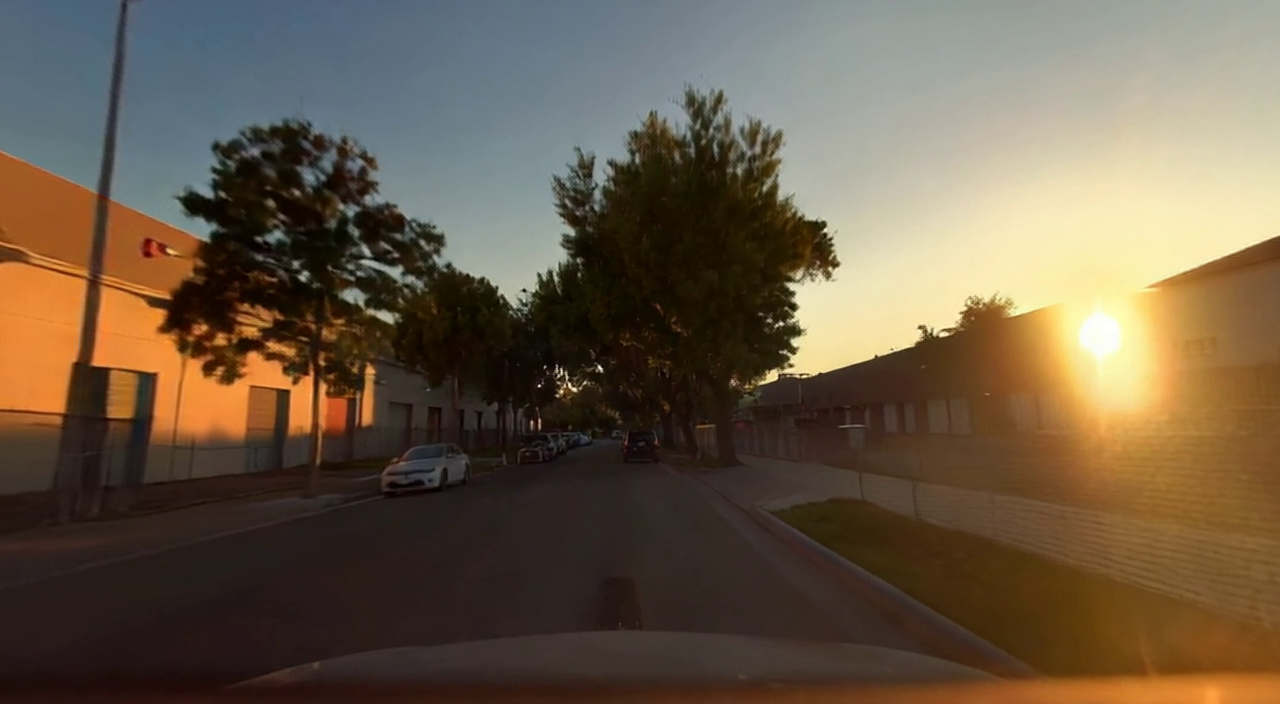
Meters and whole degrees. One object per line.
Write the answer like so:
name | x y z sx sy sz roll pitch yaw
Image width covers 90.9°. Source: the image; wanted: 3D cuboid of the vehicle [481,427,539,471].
vehicle | -6.686 5.073 32.976 2.005 1.989 4.929 -3 -9 0

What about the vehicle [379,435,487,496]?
vehicle | -6.066 3.383 18.987 1.938 1.500 4.130 -3 -9 -2

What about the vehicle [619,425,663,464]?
vehicle | 0.028 4.824 33.023 2.152 1.874 4.042 0 -8 -1
